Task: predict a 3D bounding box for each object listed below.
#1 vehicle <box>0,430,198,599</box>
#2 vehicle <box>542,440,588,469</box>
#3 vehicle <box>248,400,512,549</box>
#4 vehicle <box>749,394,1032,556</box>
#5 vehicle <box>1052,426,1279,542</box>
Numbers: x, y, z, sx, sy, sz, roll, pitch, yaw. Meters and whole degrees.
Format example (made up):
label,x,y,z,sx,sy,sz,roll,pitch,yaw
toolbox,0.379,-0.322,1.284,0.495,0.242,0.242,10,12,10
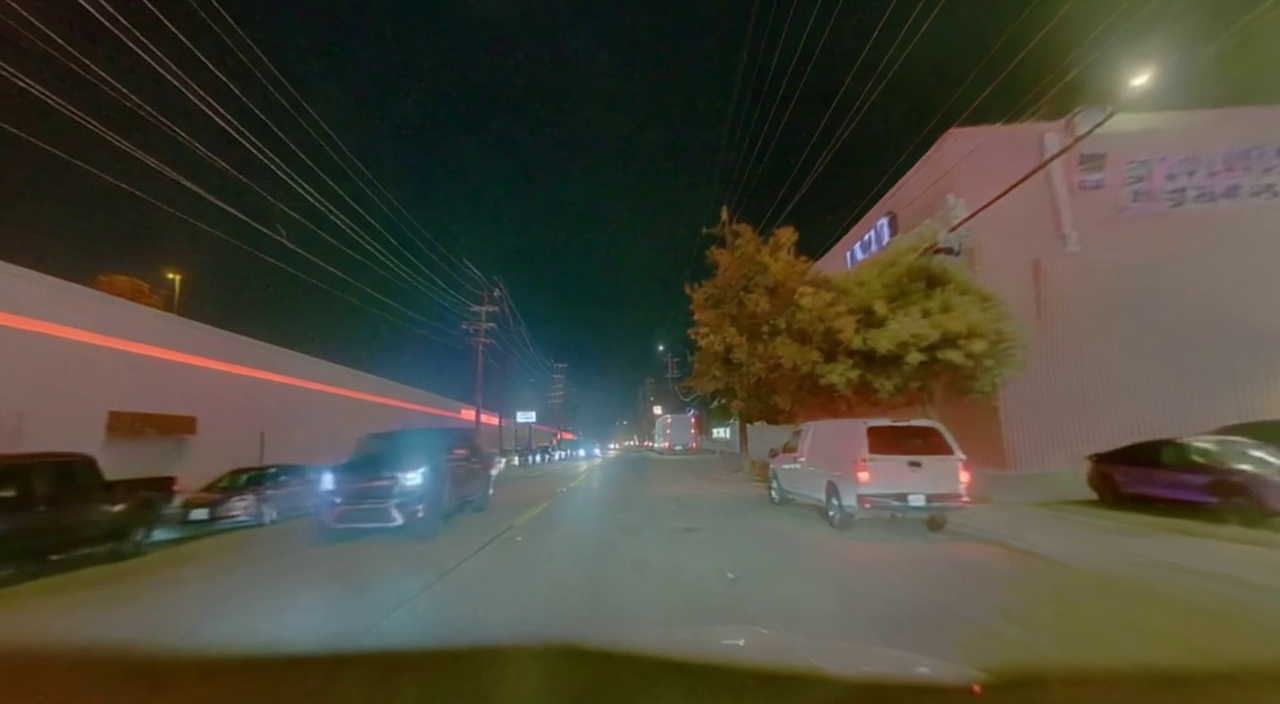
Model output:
label,x,y,z,sx,sy,sz,roll,pitch,yaw
vehicle,-7.690,1.844,7.316,1.933,1.754,4.514,-3,-7,0
vehicle,-4.084,5.660,35.260,1.966,1.482,4.473,0,-8,1
vehicle,-4.095,2.052,11.442,2.275,1.999,5.723,0,-8,1
vehicle,3.583,1.914,10.745,2.218,1.956,5.916,0,-8,-2
vehicle,8.509,1.823,9.296,1.798,1.370,4.191,-2,-9,-4
